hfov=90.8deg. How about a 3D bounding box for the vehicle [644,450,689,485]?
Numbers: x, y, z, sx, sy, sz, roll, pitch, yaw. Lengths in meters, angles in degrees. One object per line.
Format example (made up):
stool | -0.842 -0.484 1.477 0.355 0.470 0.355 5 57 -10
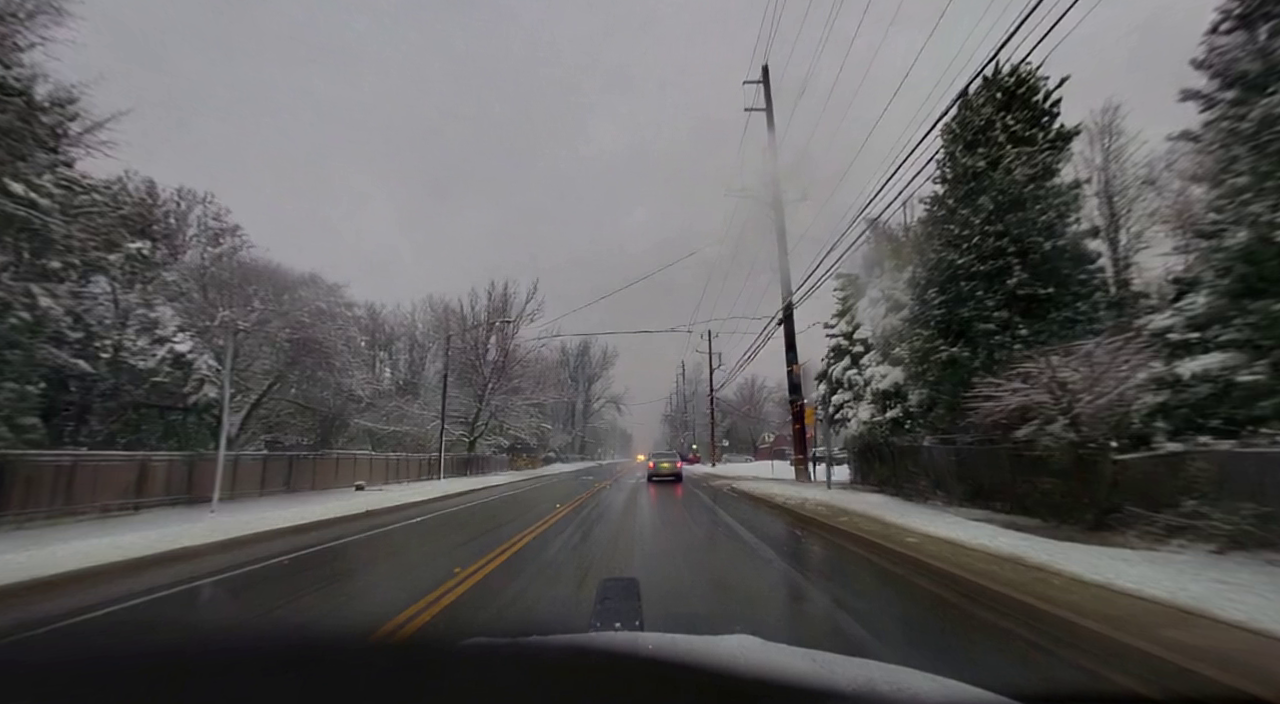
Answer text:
vehicle | 1.207 5.408 29.877 1.975 1.497 3.647 0 -8 1
